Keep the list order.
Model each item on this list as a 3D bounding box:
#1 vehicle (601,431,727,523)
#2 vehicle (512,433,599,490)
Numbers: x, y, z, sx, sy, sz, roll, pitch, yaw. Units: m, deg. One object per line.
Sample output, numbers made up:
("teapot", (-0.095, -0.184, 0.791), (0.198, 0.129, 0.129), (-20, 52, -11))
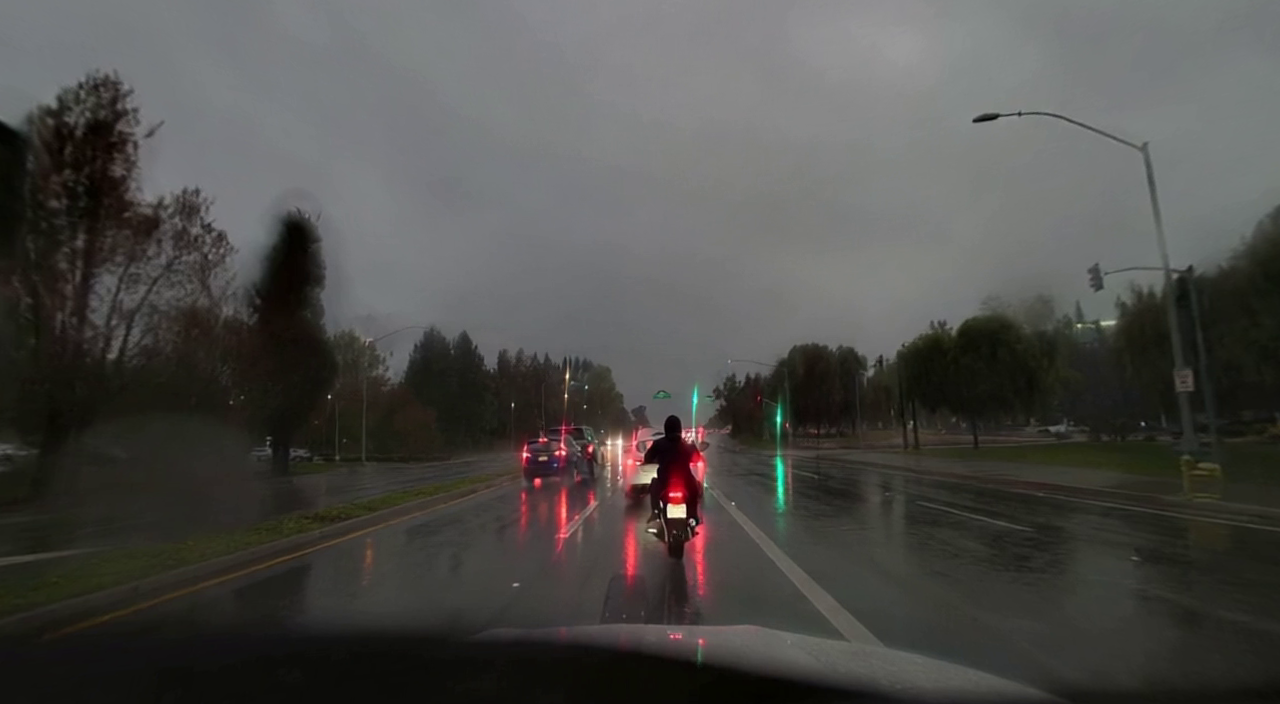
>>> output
("vehicle", (0.453, 2.337, 12.471), (2.009, 1.450, 4.608), (-1, -8, 2))
("vehicle", (-2.415, 3.255, 19.078), (1.979, 1.499, 3.840), (-1, -8, 2))
